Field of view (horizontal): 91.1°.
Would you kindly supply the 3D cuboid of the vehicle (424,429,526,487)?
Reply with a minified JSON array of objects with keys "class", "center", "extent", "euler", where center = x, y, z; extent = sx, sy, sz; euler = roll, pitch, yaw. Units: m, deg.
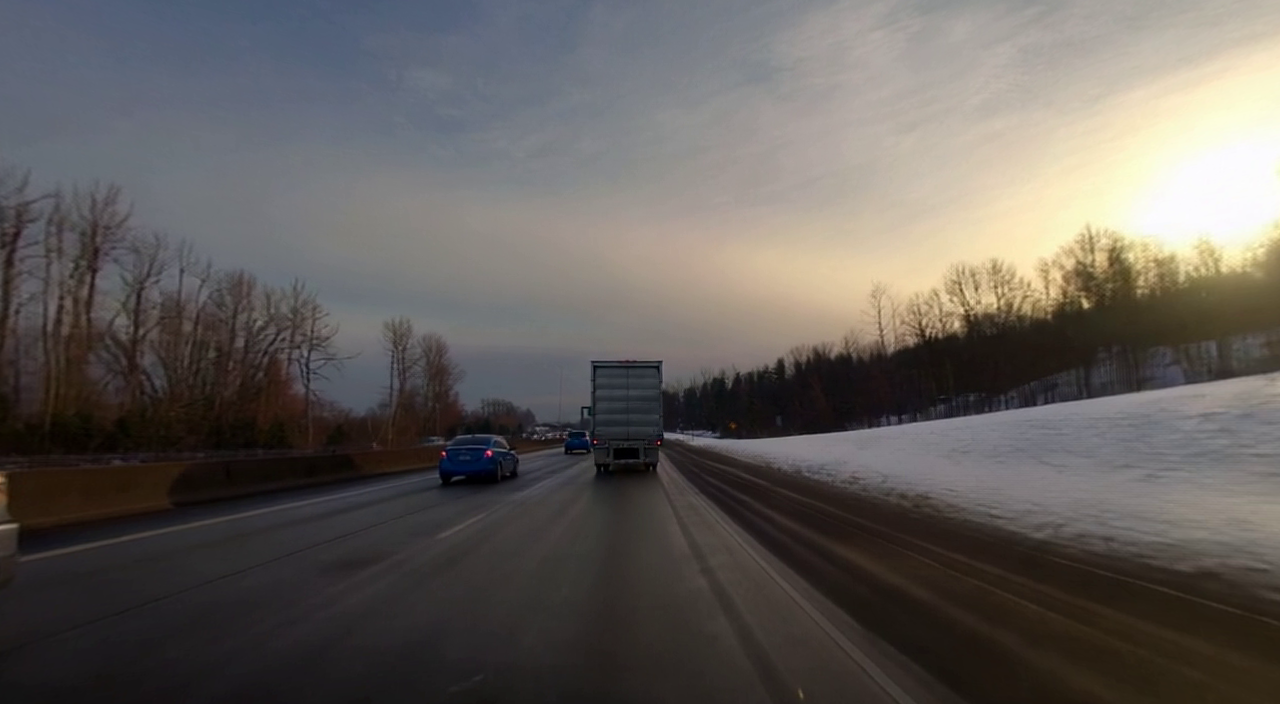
[{"class":"vehicle","center":[-4.832,3.147,19.106],"extent":[1.931,1.539,4.441],"euler":[0,-8,0]}]

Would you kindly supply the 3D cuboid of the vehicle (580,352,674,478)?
[{"class":"vehicle","center":[-0.525,2.671,25.199],"extent":[2.953,4.041,10.072],"euler":[0,-8,-1]}]
